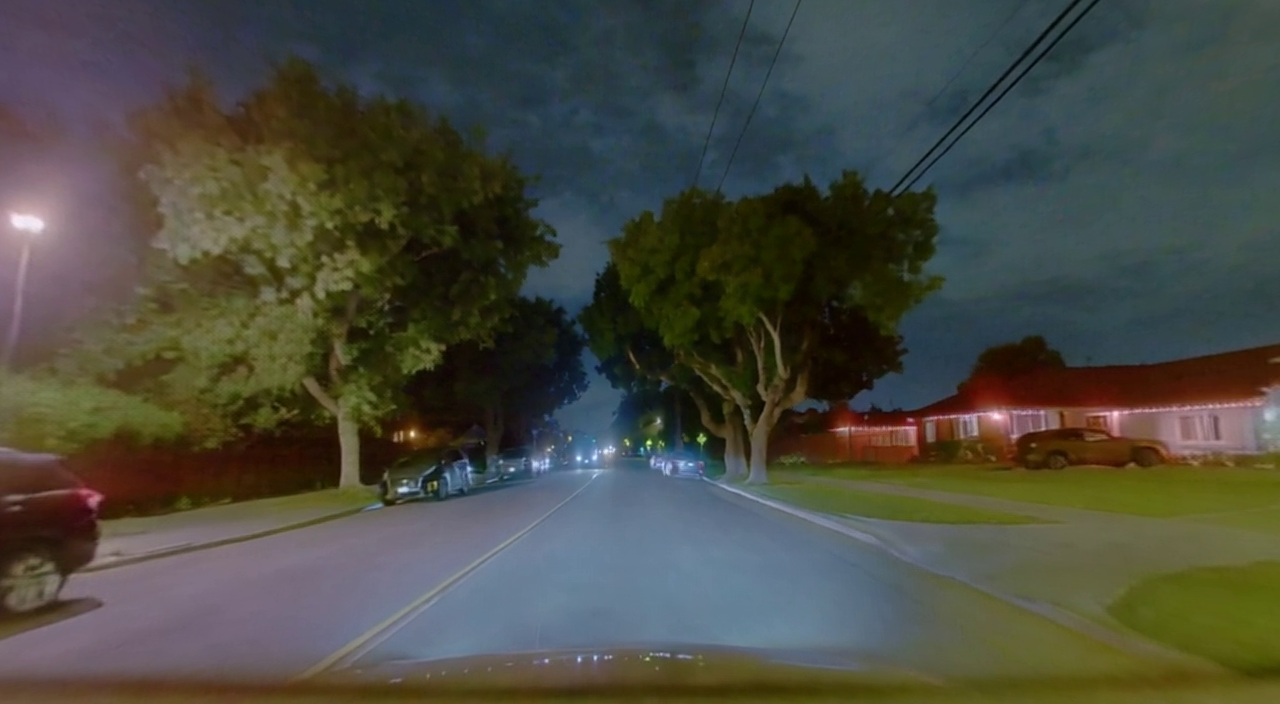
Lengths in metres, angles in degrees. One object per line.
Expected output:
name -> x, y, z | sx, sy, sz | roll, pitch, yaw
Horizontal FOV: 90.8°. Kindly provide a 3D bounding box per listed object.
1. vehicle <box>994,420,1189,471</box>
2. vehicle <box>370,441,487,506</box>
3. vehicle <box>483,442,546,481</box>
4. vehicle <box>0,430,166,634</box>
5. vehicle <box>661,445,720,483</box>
vehicle -> 13.632, 2.864, 19.398 | 4.370, 1.433, 1.889 | -2, -8, 13
vehicle -> -6.208, 3.584, 19.146 | 2.033, 1.721, 4.328 | 0, -8, 0
vehicle -> -6.579, 5.779, 33.855 | 2.265, 1.876, 5.371 | 0, -8, 0
vehicle -> -6.296, 1.435, 4.841 | 2.031, 1.662, 4.194 | 0, -8, 0
vehicle -> 2.123, 4.868, 27.789 | 1.996, 1.516, 4.122 | 0, -8, -4
